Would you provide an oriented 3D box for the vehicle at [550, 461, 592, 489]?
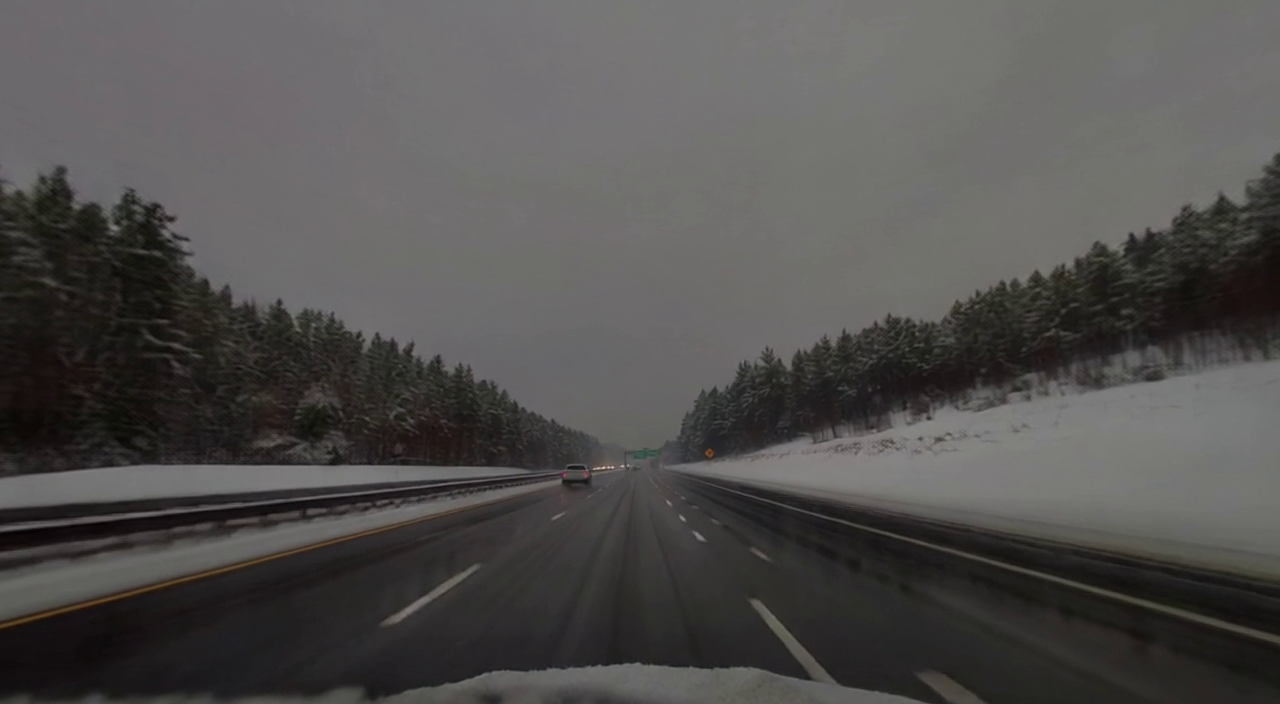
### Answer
[{"bbox_3d":[-4.379,7.906,40.615,2.180,1.618,4.219,1,-10,0],"label":"vehicle"}]
